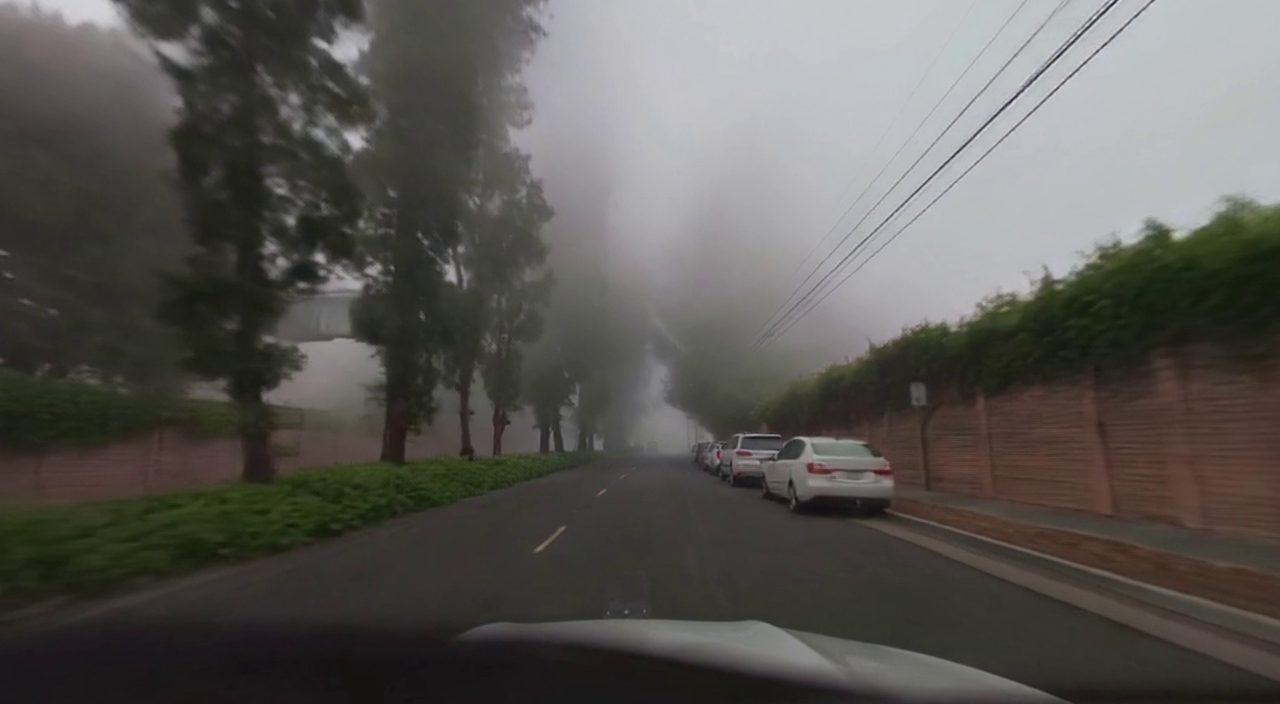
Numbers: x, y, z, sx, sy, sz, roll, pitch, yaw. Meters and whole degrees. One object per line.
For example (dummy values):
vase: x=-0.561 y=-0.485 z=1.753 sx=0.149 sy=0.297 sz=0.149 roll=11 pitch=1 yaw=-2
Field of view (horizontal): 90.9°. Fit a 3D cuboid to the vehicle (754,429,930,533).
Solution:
vehicle: x=3.838 y=2.490 z=13.172 sx=2.048 sy=1.596 sz=5.543 roll=2 pitch=-8 yaw=2
